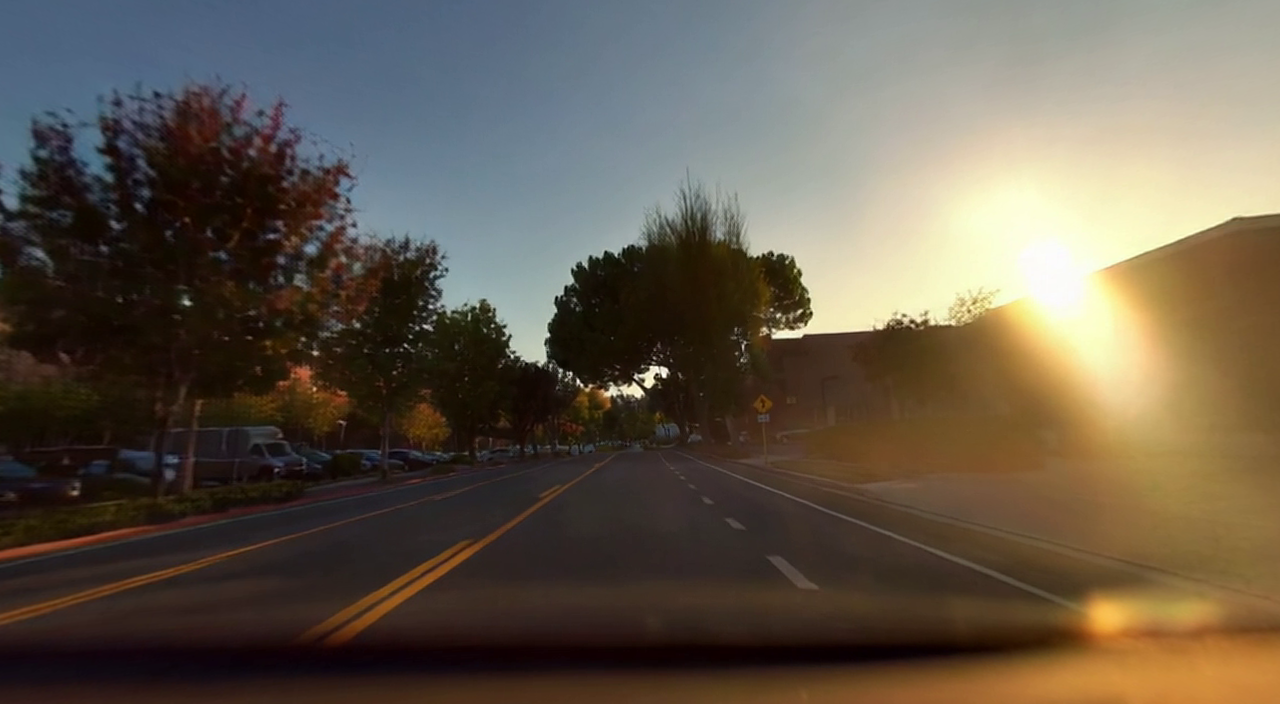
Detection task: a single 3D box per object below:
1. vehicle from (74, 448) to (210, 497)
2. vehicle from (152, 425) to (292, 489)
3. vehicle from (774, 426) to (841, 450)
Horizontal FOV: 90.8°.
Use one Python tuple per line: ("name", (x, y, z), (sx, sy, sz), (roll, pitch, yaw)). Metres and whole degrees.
("vehicle", (-19.118, 4.547, 24.246), (4.686, 1.716, 2.017), (-4, -9, 24))
("vehicle", (-19.425, 4.844, 29.353), (5.971, 2.749, 2.293), (-4, -9, 23))
("vehicle", (12.985, 6.705, 49.016), (4.632, 1.701, 1.975), (-5, -10, 28))
